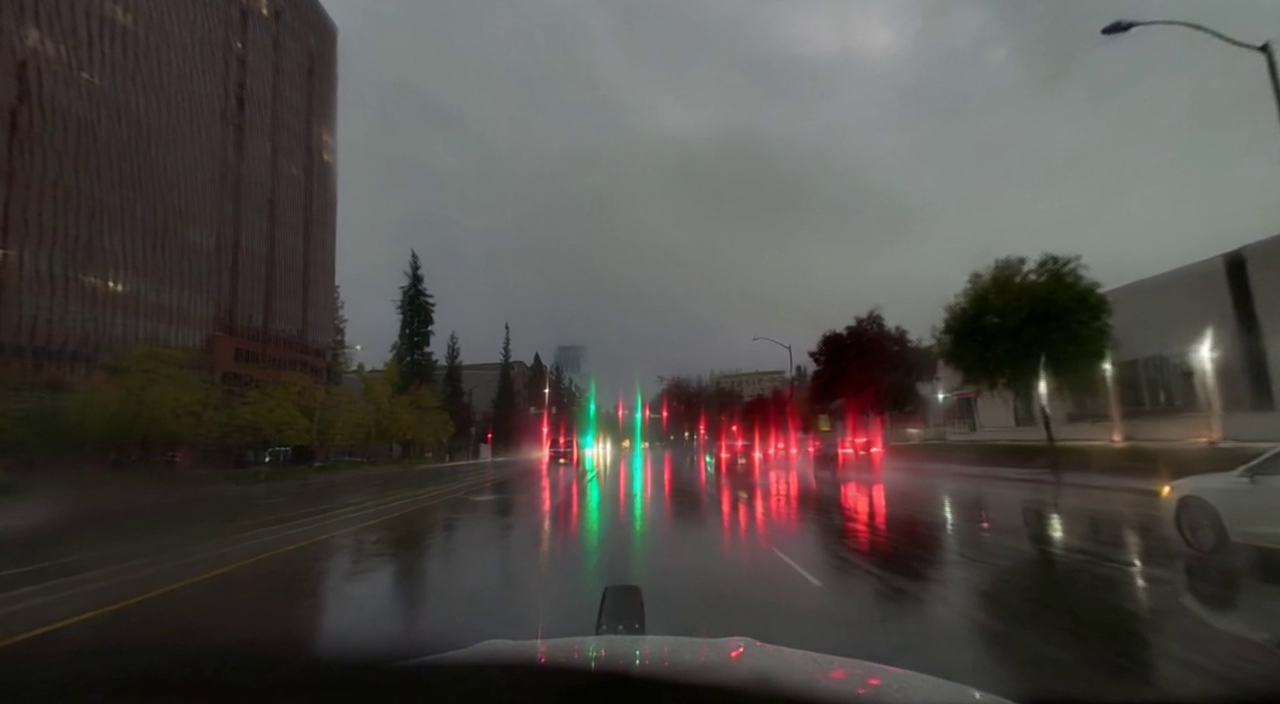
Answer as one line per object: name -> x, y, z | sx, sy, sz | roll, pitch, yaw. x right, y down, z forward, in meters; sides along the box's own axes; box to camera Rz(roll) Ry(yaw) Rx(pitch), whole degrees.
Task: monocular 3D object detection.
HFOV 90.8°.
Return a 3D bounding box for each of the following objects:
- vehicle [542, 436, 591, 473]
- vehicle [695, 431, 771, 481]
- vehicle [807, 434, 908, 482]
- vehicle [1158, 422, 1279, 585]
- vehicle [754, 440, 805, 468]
vehicle -> -3.784, 5.347, 33.240 | 2.155, 1.797, 3.989 | -1, -8, 0
vehicle -> 3.493, 4.024, 24.694 | 2.152, 1.742, 4.704 | -1, -8, -1
vehicle -> 7.767, 3.819, 23.076 | 1.944, 1.503, 4.723 | -1, -8, -1
vehicle -> 6.673, 1.210, 4.724 | 1.830, 1.443, 4.351 | -1, -8, -1
vehicle -> 7.913, 5.842, 36.263 | 1.884, 1.478, 4.164 | -1, -8, -1
